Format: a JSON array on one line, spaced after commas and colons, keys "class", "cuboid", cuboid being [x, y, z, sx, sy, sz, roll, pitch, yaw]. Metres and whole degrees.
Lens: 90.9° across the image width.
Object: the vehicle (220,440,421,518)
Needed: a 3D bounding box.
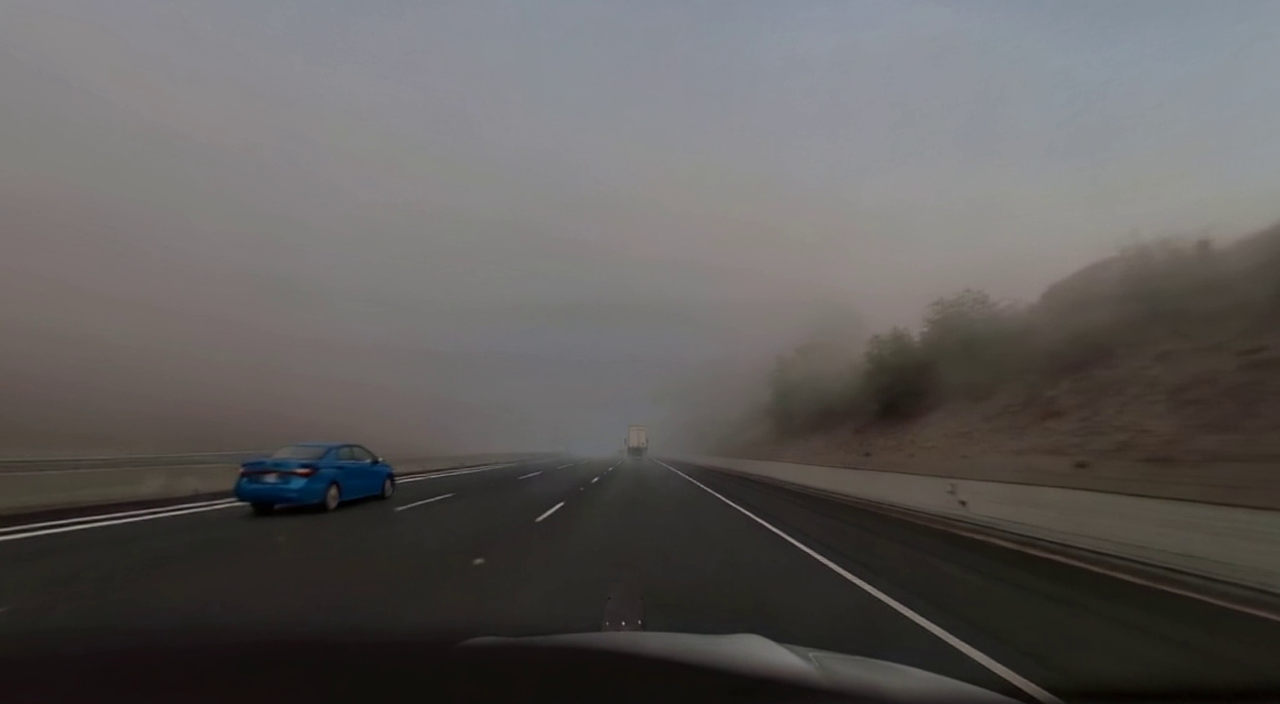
[{"class": "vehicle", "cuboid": [-7.036, 2.831, 14.672, 2.017, 1.468, 5.031, 0, -9, 0]}]
